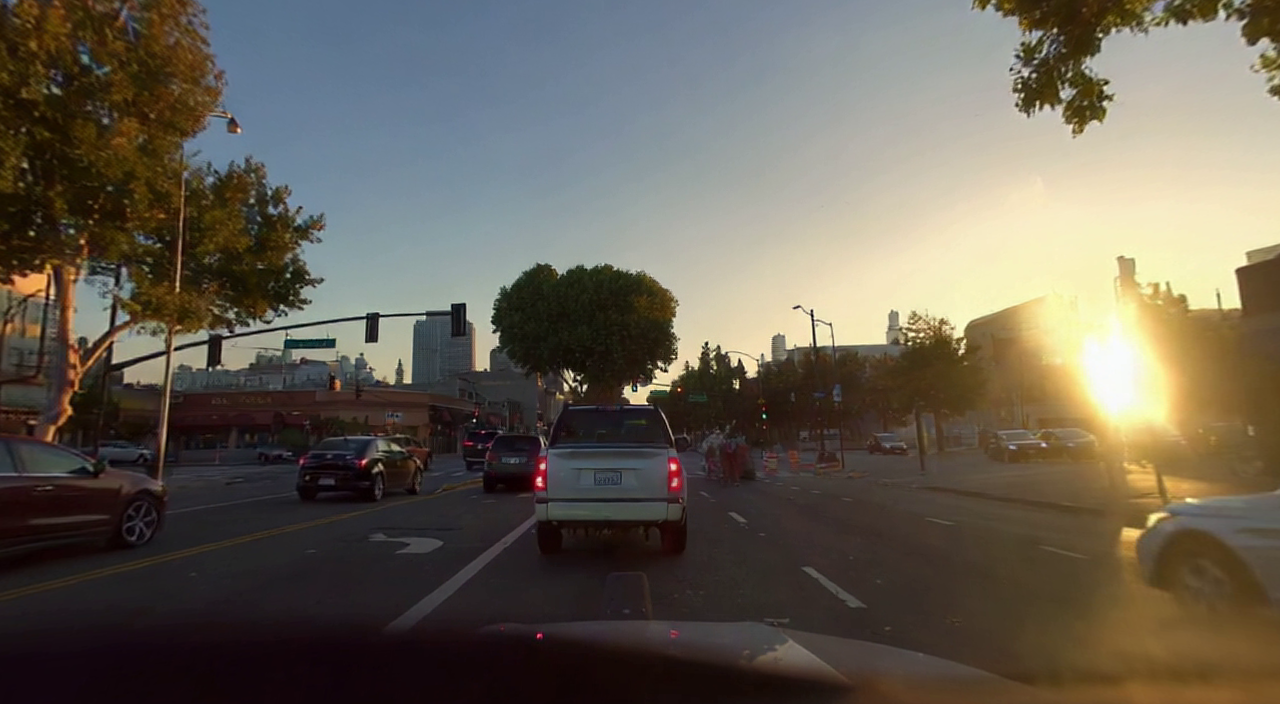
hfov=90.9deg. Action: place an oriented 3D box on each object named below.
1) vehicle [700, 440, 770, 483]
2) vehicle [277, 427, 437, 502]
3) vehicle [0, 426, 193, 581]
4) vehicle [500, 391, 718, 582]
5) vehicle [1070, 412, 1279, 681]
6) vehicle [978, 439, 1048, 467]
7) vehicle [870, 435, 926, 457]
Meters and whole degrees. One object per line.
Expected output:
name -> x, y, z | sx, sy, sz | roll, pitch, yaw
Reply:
vehicle -> 3.427, 4.043, 23.512 | 2.023, 1.441, 4.240 | 0, -8, 1
vehicle -> -7.074, 2.858, 16.418 | 1.941, 1.655, 4.503 | 0, -8, 2
vehicle -> -6.982, 1.486, 6.295 | 1.831, 1.451, 4.382 | 0, -8, 0
vehicle -> -0.310, 1.597, 8.234 | 2.064, 1.817, 4.298 | 0, -8, -1
vehicle -> 5.140, 0.992, 2.913 | 1.957, 1.490, 4.718 | 5, -10, -30
vehicle -> 20.104, 5.404, 33.921 | 3.836, 1.443, 1.694 | 5, -10, -35
vehicle -> 20.099, 7.325, 49.039 | 4.361, 1.653, 2.034 | 6, -11, -37
